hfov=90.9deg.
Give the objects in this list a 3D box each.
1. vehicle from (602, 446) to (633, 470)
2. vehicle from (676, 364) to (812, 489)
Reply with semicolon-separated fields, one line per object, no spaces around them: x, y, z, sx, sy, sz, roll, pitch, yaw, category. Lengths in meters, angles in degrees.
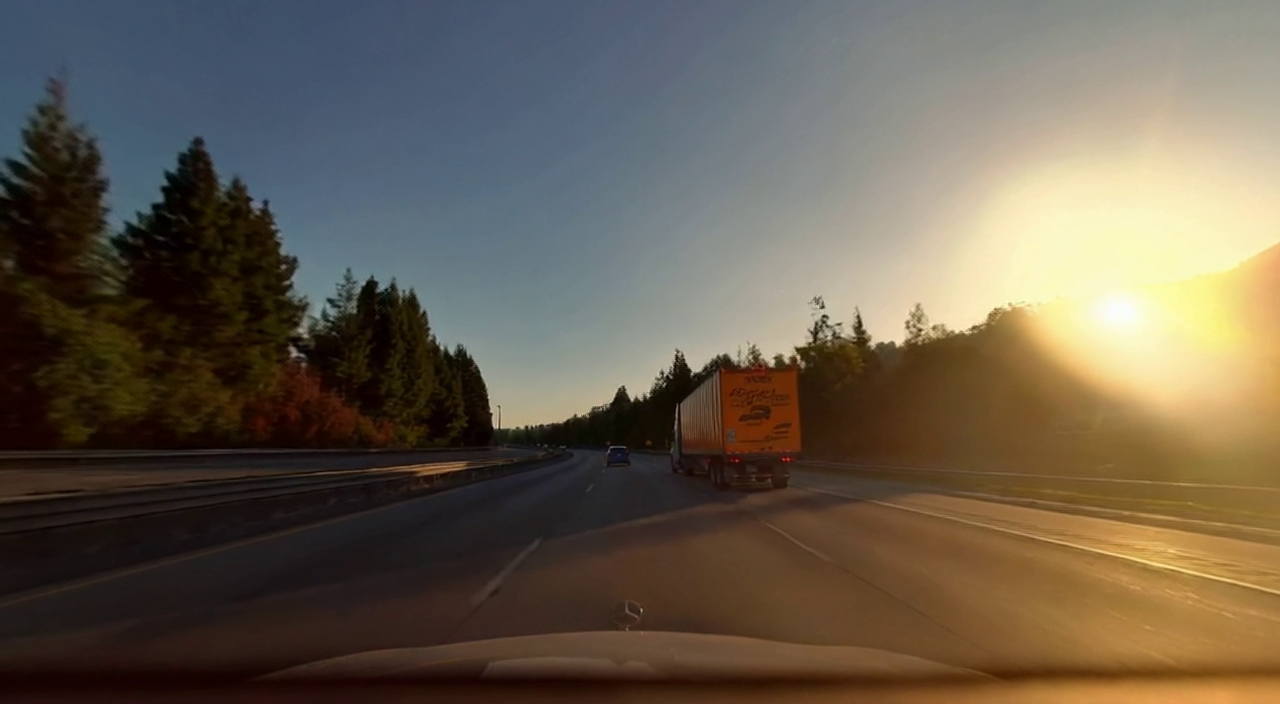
-1.394;6.732;40.156;1.913;1.460;3.610;0;-9;-1;vehicle
3.731;3.462;27.307;2.951;4.012;14.203;0;-9;-2;vehicle
